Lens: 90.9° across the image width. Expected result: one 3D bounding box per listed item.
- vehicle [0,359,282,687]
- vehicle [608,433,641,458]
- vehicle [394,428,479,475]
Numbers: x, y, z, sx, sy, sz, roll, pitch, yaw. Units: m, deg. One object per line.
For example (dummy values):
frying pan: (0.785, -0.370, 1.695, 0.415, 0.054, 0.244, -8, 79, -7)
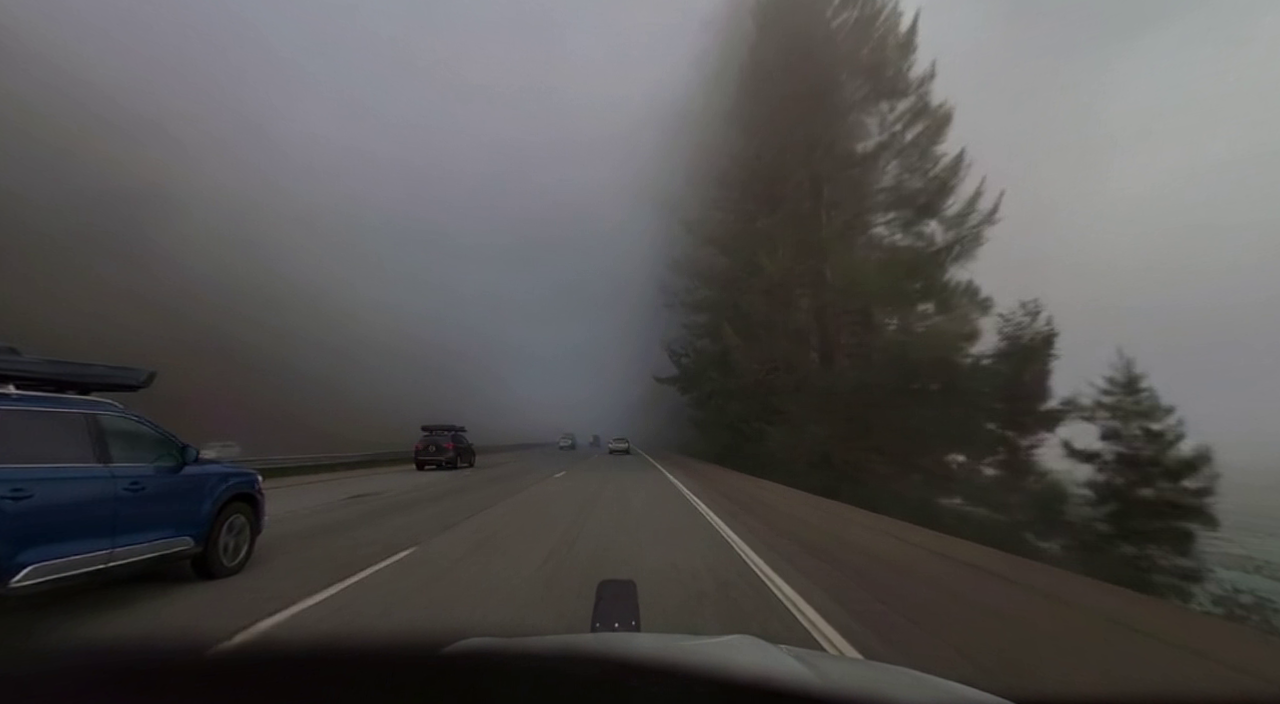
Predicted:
vehicle: (-4.482, 0.964, 3.721, 2.069, 1.748, 4.652, 0, -8, -1)
vehicle: (-1.064, 6.543, 44.295, 2.178, 1.658, 3.916, 0, -8, -1)
vehicle: (-8.155, 4.018, 25.703, 1.964, 1.745, 4.338, 0, -8, 0)
